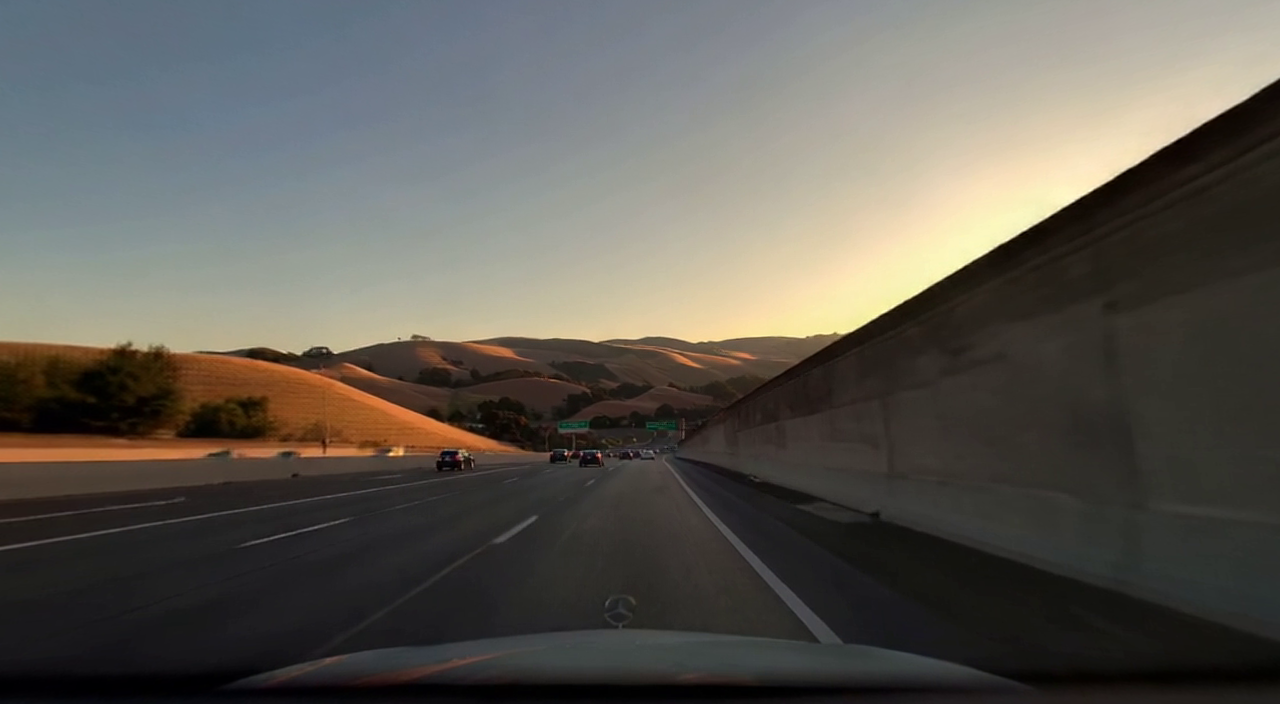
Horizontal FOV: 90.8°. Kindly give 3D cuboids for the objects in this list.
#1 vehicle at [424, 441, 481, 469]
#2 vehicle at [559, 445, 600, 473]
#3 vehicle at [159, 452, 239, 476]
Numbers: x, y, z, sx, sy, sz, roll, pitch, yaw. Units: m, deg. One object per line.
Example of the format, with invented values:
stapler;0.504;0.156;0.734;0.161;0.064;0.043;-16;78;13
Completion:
vehicle;-12.397;6.817;42.071;2.076;1.766;4.831;0;-8;3
vehicle;-3.468;6.202;36.896;1.931;1.492;4.076;0;-8;1
vehicle;-29.566;7.477;42.551;1.908;1.464;4.735;0;-8;1
